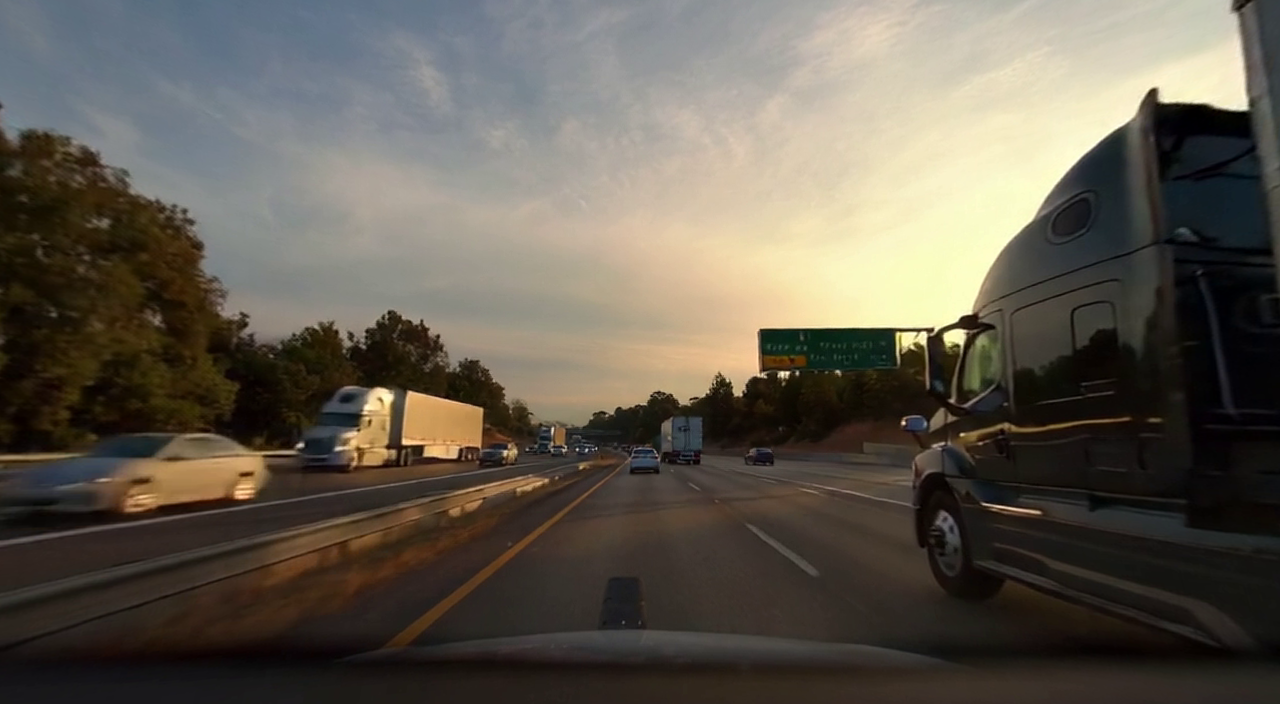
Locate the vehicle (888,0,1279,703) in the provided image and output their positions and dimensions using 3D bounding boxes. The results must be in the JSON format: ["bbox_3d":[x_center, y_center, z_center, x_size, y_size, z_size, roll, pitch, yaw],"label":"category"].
[{"bbox_3d":[3.612,0.149,1.813,2.975,2.936,6.573,0,-9,-1],"label":"vehicle"}]

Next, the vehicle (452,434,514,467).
[{"bbox_3d":[-7.982,5.063,32.386,2.003,1.558,4.213,0,-9,1],"label":"vehicle"}]

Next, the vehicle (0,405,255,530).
[{"bbox_3d":[-7.868,1.666,9.451,1.740,1.474,3.855,0,-9,-1],"label":"vehicle"}]

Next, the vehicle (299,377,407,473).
[{"bbox_3d":[-12.179,3.178,27.087,3.045,3.890,2.977,0,-9,0],"label":"vehicle"}]

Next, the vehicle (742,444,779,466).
[{"bbox_3d":[9.474,8.118,49.815,1.902,1.652,3.995,0,-9,-2],"label":"vehicle"}]

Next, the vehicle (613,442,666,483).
[{"bbox_3d":[-0.029,4.695,26.970,2.111,1.599,3.859,0,-9,0],"label":"vehicle"}]
